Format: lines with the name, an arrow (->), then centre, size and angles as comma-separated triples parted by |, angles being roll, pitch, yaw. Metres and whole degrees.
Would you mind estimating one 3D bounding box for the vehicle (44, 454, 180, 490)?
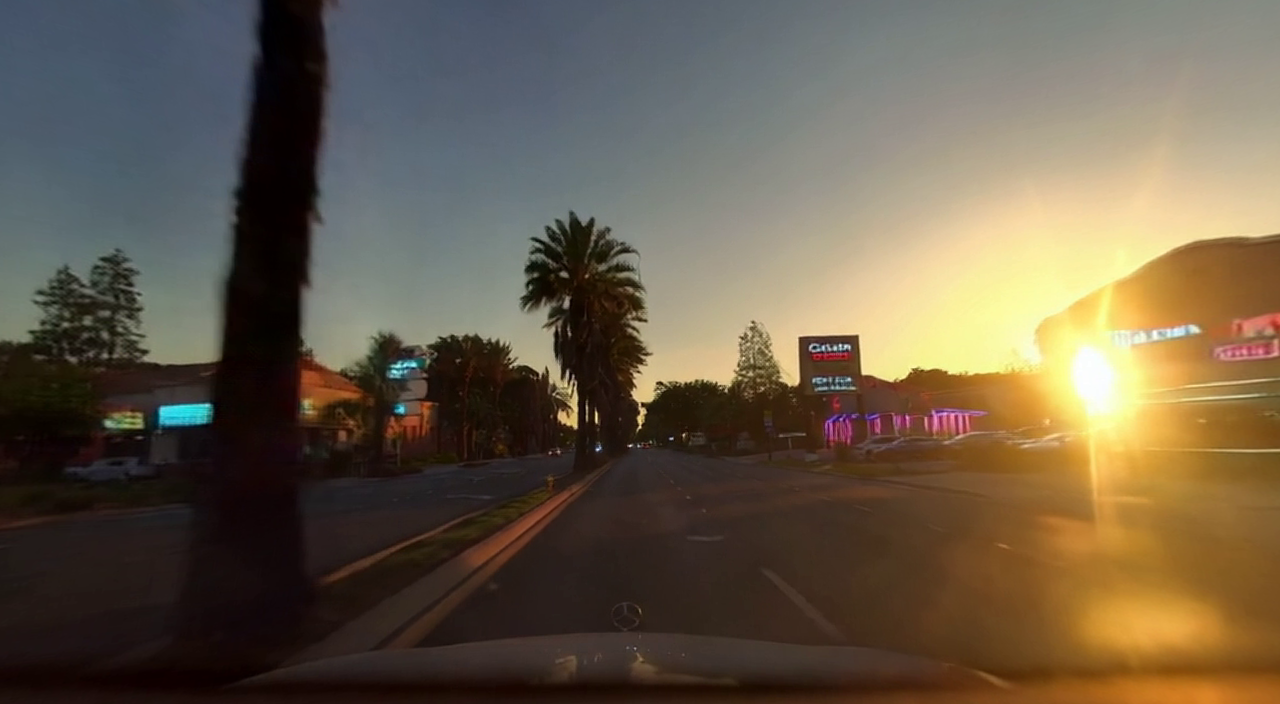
vehicle -> -27.782, 6.315, 33.480 | 4.922, 1.751, 2.195 | 3, -9, -16
